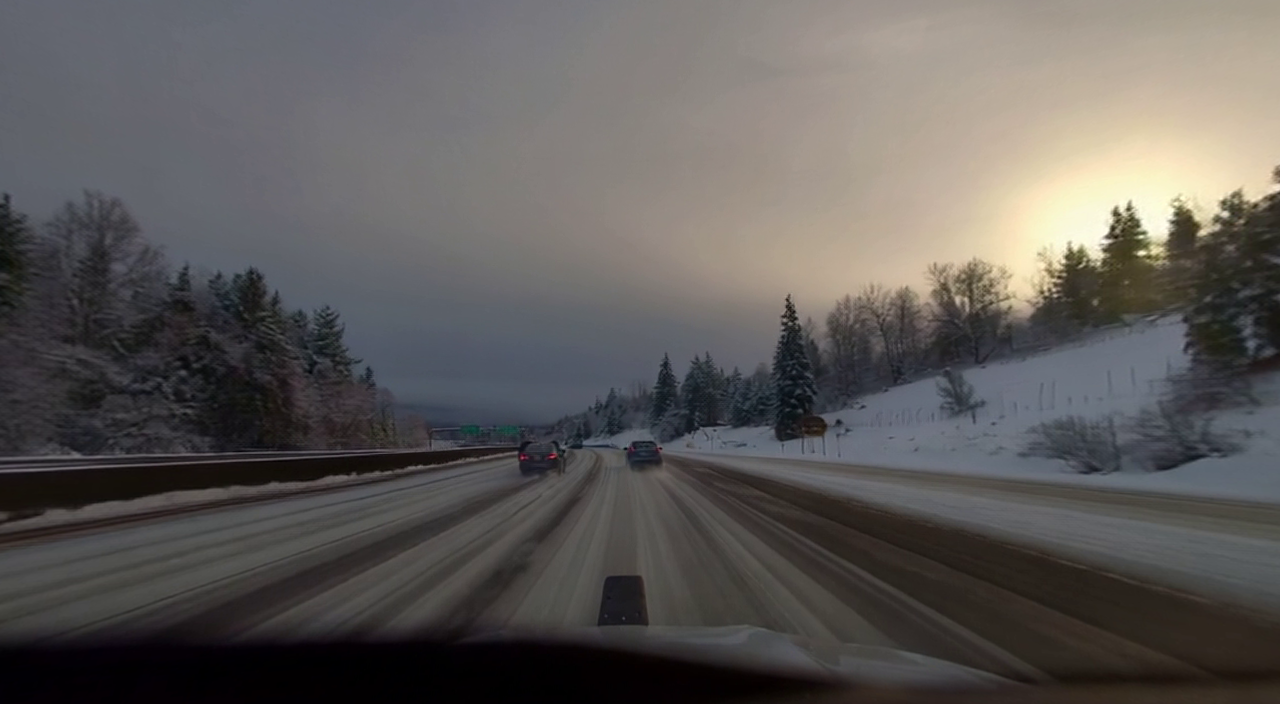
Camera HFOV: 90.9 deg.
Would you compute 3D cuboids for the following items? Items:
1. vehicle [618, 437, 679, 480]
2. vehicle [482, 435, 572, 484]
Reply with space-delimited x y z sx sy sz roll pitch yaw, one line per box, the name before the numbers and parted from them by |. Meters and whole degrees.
vehicle | 0.228 3.912 23.441 2.051 1.444 3.927 0 -9 -2
vehicle | -3.788 3.729 22.127 2.246 1.519 4.980 0 -9 0
